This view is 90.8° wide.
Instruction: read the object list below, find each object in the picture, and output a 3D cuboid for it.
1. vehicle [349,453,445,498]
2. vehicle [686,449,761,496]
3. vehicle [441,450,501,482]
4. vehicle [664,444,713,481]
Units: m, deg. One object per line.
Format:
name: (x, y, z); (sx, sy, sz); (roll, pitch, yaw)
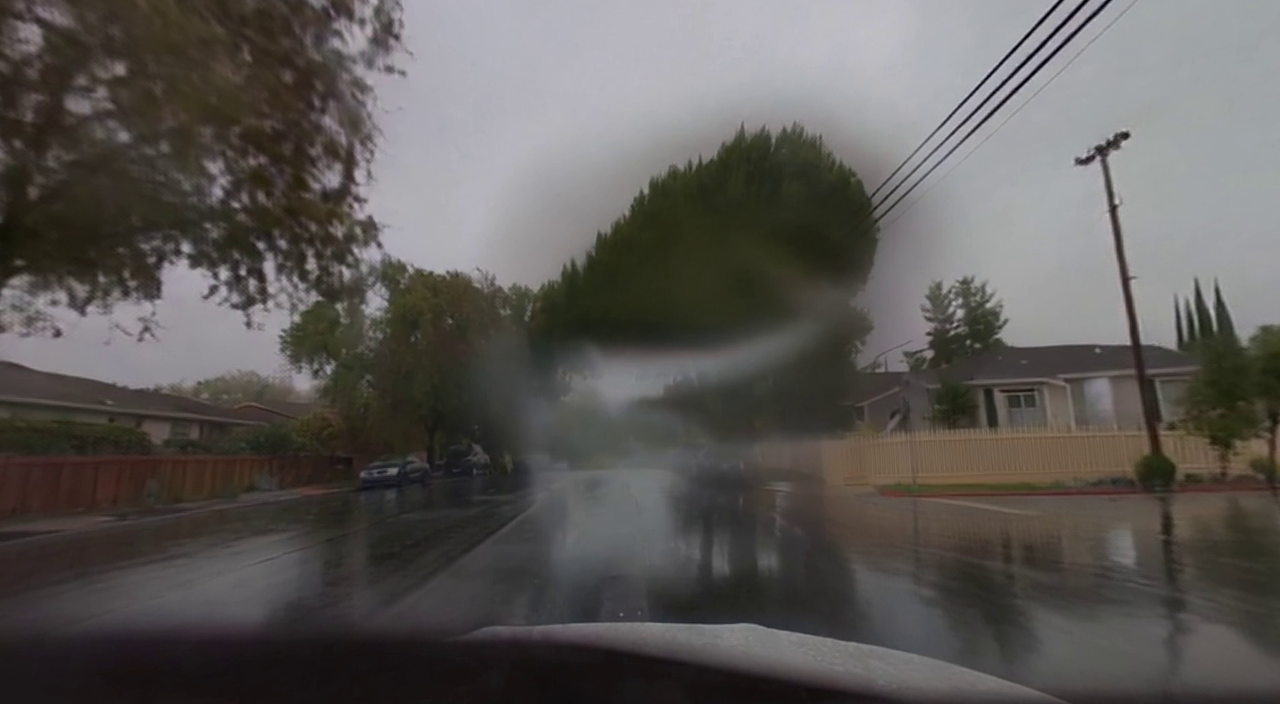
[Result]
vehicle: (-8.780, 4.470, 23.263); (1.937, 1.427, 4.510); (0, -9, -3)
vehicle: (2.942, 4.339, 23.204); (1.927, 1.529, 4.144); (0, -9, -3)
vehicle: (-9.144, 6.171, 34.565); (2.027, 1.584, 4.476); (-1, -9, 1)
vehicle: (2.706, 6.321, 36.452); (2.225, 1.911, 5.322); (0, -9, -2)
